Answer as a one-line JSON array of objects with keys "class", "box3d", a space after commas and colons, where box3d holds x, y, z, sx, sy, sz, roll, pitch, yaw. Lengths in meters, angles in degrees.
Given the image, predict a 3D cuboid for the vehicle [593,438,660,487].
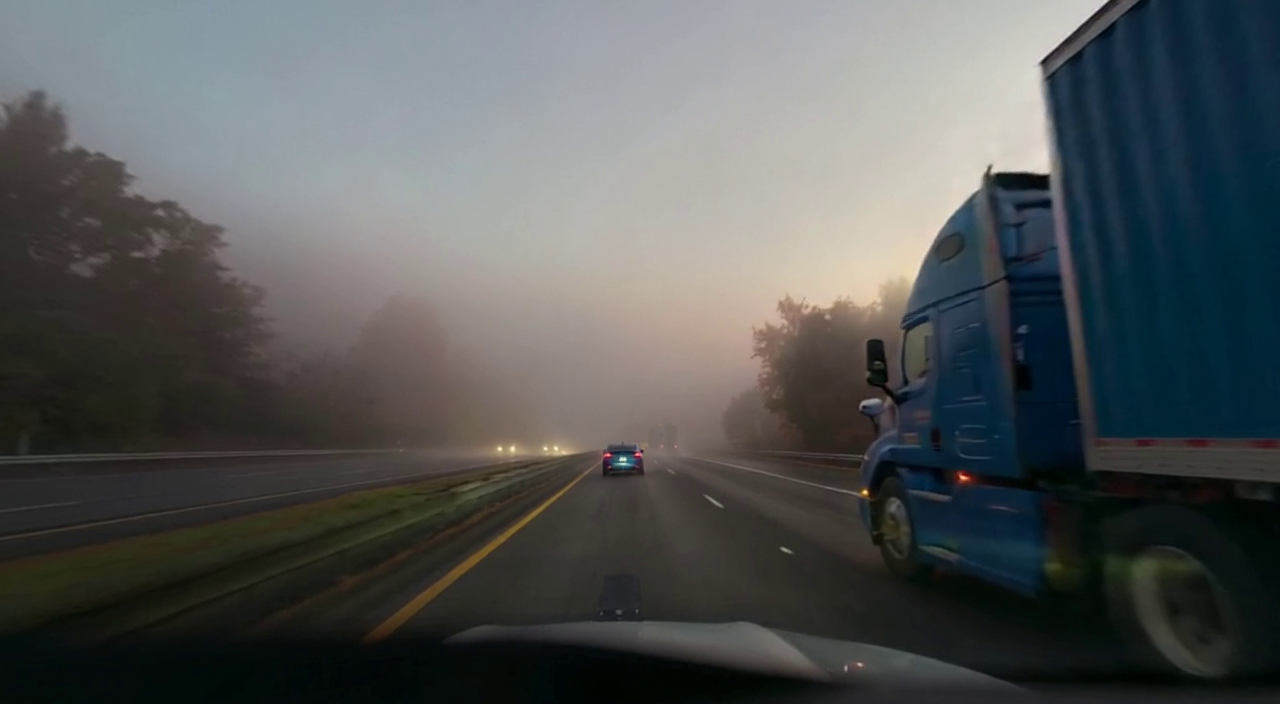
[{"class": "vehicle", "box3d": [-0.468, 3.787, 21.761, 2.099, 1.506, 4.097, 0, -9, -1]}]
